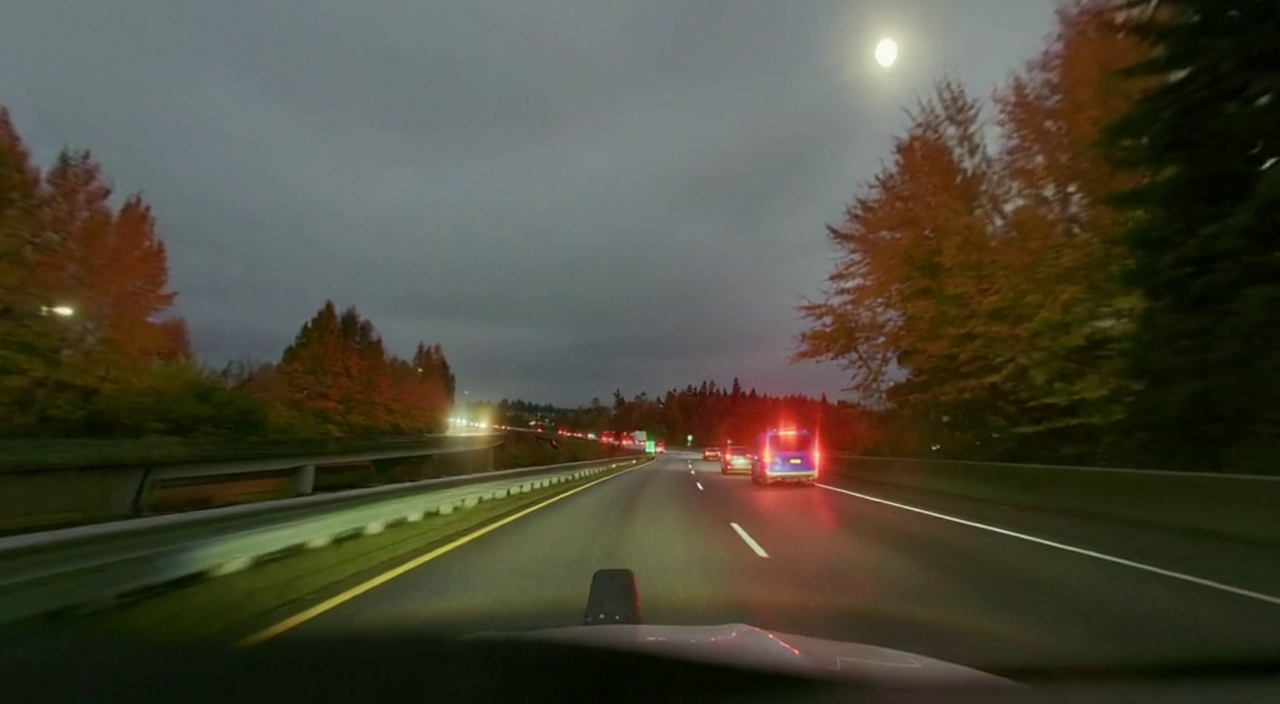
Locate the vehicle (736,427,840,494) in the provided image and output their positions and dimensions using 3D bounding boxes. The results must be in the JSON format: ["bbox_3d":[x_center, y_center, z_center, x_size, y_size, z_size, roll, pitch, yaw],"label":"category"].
[{"bbox_3d":[4.667,3.526,20.670,2.205,1.923,4.956,0,-9,0],"label":"vehicle"}]
